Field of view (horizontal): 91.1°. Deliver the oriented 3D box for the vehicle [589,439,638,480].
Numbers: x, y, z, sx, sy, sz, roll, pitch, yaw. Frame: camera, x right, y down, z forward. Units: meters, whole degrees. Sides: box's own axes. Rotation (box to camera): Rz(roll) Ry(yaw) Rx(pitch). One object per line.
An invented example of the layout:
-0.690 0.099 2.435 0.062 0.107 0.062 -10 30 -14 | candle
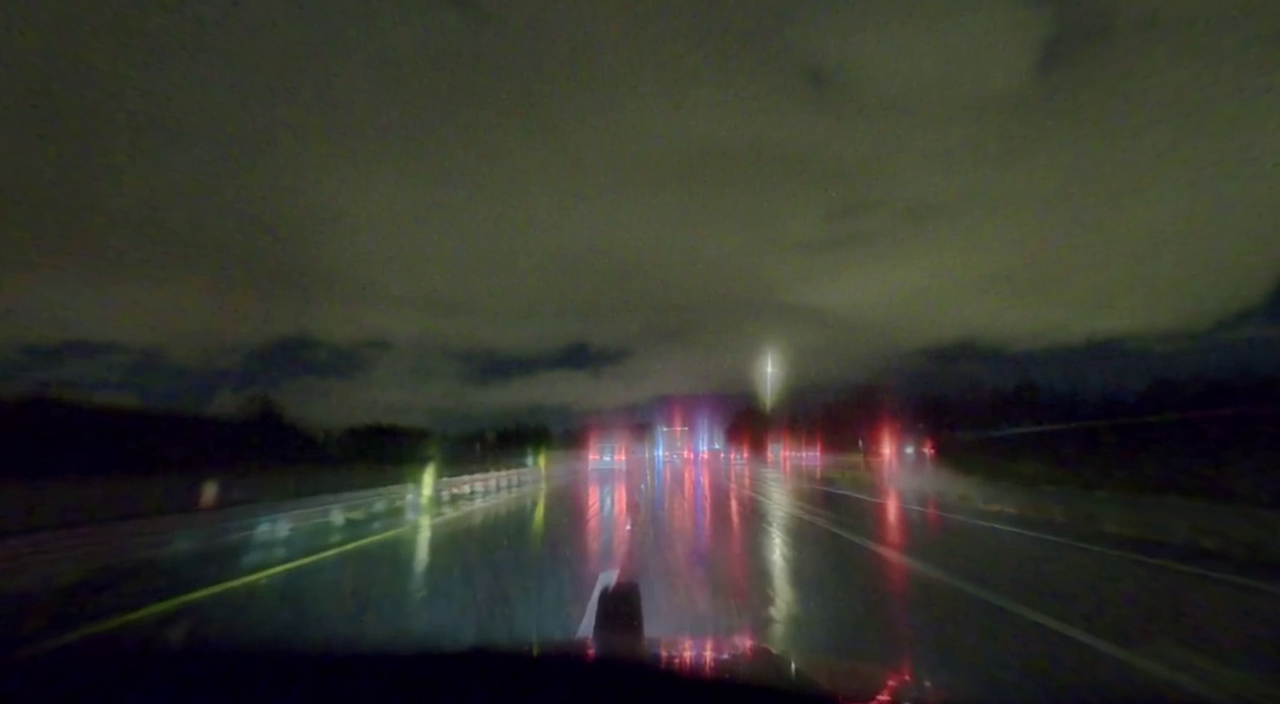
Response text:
-1.370 5.857 34.443 2.271 2.049 4.894 -1 -9 3 | vehicle
